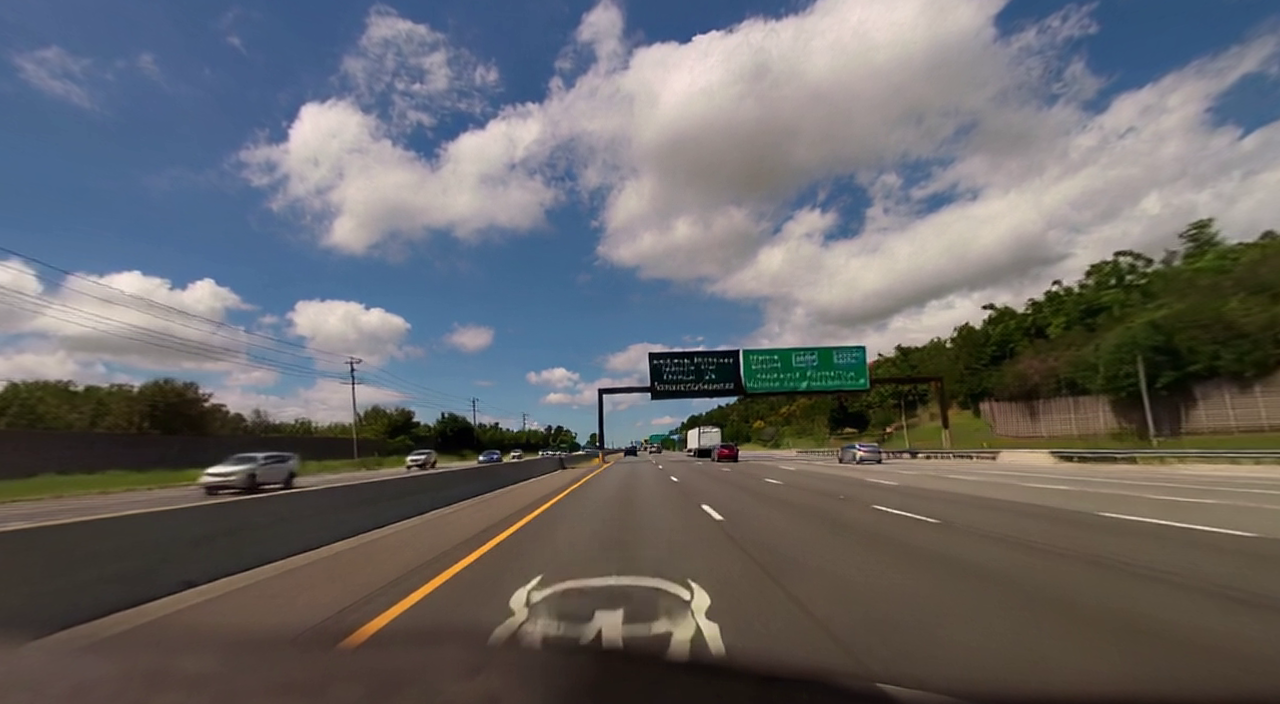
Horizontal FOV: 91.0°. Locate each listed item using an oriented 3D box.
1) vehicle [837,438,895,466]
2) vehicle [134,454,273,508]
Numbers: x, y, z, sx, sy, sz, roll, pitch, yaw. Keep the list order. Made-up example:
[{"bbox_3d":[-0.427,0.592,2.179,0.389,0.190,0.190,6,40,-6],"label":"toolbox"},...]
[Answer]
[{"bbox_3d":[14.631,6.502,40.979,2.079,1.688,4.544,0,-9,0],"label":"vehicle"},{"bbox_3d":[-16.429,4.834,24.066,1.971,1.761,4.682,0,-9,-1],"label":"vehicle"}]
